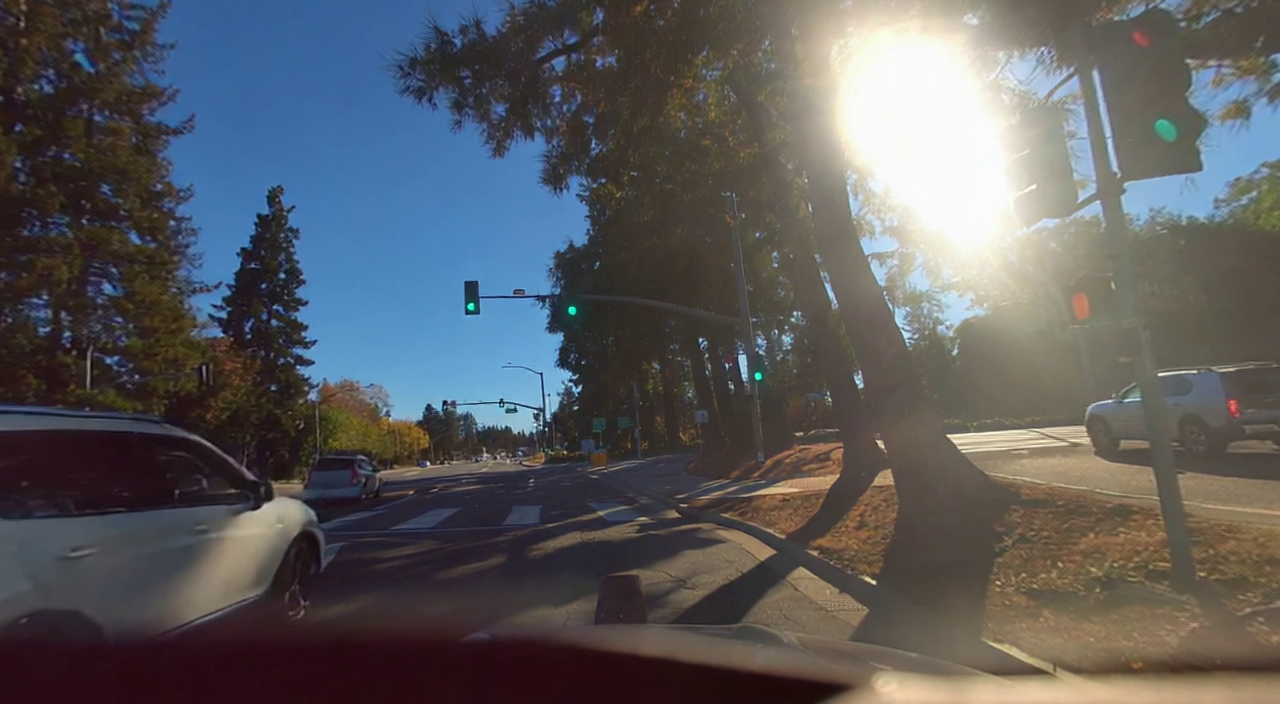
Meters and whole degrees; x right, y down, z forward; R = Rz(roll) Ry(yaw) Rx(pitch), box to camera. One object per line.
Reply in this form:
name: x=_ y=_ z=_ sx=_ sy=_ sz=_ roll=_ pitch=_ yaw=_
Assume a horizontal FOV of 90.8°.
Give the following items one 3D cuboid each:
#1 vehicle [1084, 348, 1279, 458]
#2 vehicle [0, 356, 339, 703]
vehicle: x=10.667 y=1.088 z=11.767 sx=1.855 sy=1.669 sz=4.529 roll=-1 pitch=-9 yaw=6
vehicle: x=-3.414 y=0.966 z=2.838 sx=2.134 sy=1.707 sz=4.471 roll=0 pitch=-9 yaw=-4
